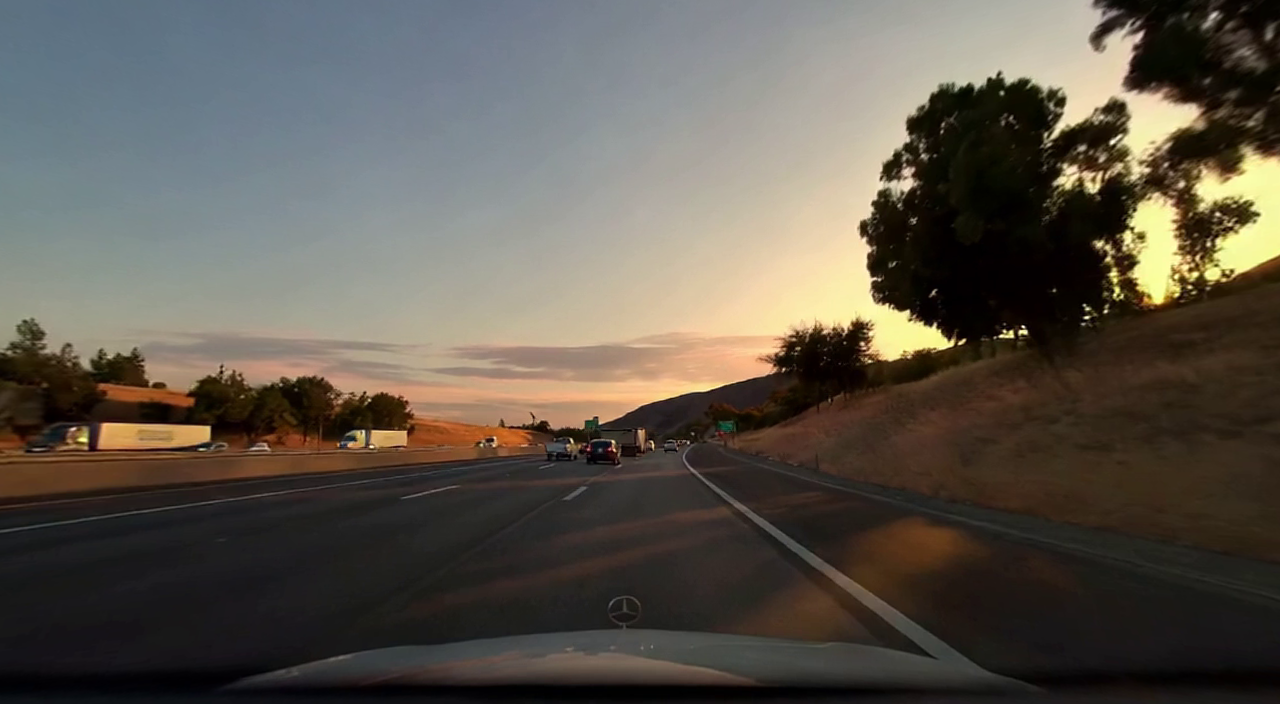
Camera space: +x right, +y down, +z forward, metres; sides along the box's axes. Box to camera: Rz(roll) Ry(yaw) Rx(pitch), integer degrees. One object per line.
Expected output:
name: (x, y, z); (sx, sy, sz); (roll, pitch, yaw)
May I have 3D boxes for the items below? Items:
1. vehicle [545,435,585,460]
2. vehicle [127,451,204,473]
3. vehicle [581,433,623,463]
vehicle: (-5.573, 7.182, 47.196); (2.078, 1.729, 4.722); (0, -9, 4)
vehicle: (-37.036, 8.583, 49.152); (1.802, 1.516, 5.182); (0, -9, 3)
vehicle: (-2.308, 5.972, 39.174); (2.194, 1.766, 3.720); (0, -8, 3)
